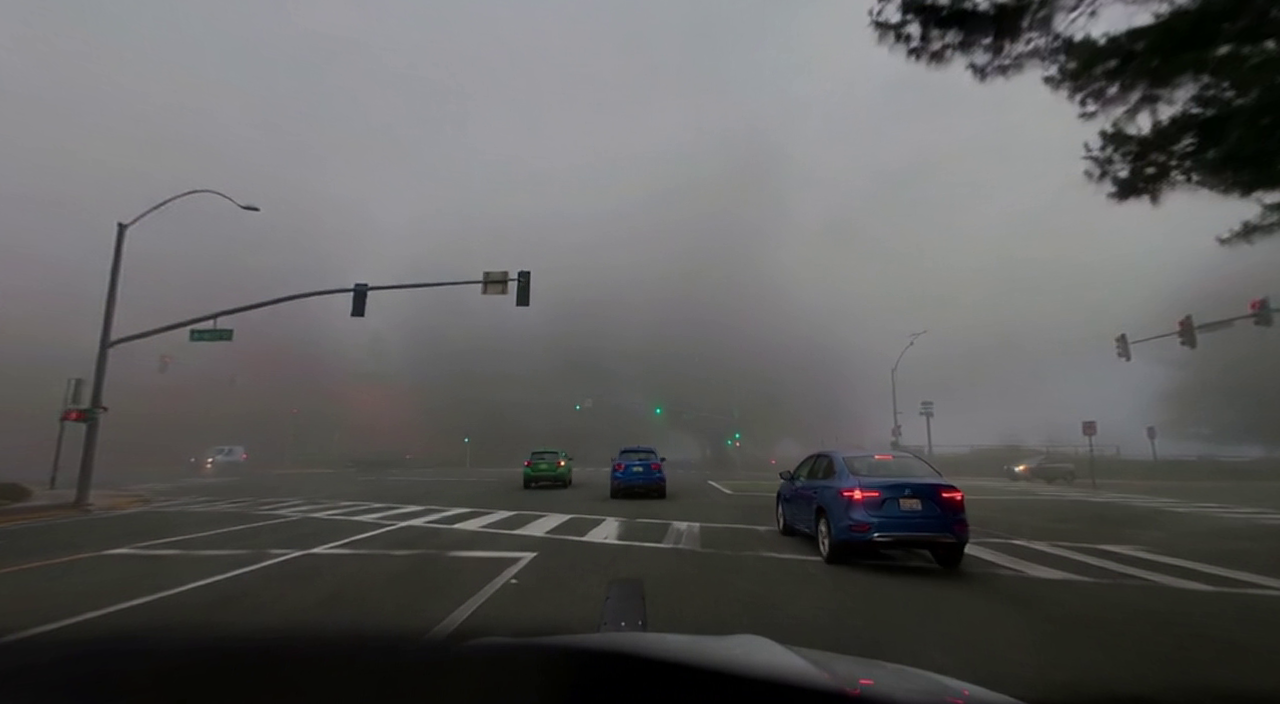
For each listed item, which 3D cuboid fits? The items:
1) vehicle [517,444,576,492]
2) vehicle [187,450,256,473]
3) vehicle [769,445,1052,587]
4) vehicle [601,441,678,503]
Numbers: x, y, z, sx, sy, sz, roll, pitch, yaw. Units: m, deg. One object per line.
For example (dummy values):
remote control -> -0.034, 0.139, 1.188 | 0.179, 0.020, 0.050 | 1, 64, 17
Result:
vehicle -> -3.452, 4.326, 23.854 | 1.987, 1.633, 4.005 | 1, -9, -6
vehicle -> -31.335, 8.150, 46.974 | 4.422, 1.605, 1.955 | -3, -9, 20
vehicle -> 3.333, 2.084, 8.955 | 2.056, 1.468, 4.520 | 0, -9, 0
vehicle -> 0.006, 3.602, 19.259 | 2.108, 1.654, 4.235 | 0, -9, 0
